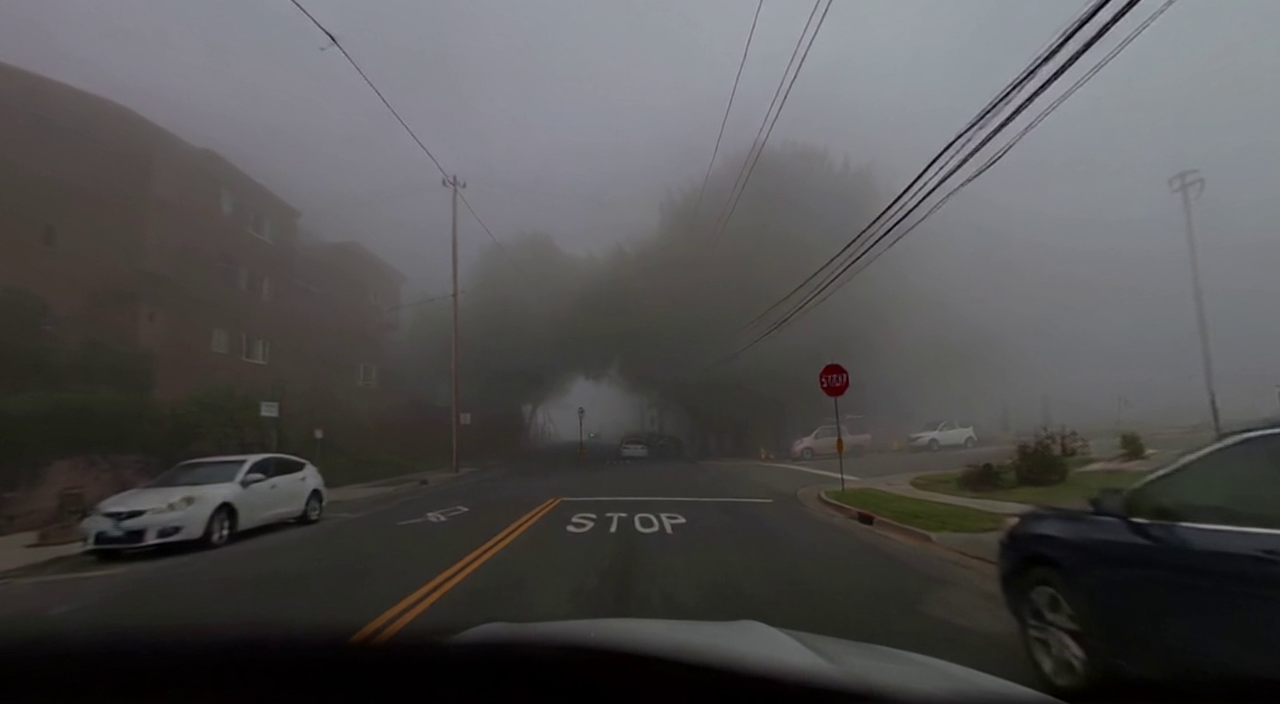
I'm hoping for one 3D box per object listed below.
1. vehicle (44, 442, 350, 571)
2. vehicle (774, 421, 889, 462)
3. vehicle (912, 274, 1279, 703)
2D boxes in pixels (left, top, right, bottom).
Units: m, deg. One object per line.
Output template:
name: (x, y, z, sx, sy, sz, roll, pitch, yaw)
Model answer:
vehicle: (-6.812, 2.334, 10.518, 1.922, 1.505, 4.502, -3, -8, -1)
vehicle: (9.224, 4.354, 30.673, 4.877, 1.755, 1.918, 0, -10, -9)
vehicle: (3.400, 0.810, 2.626, 2.300, 1.913, 4.896, 4, -8, -1)
